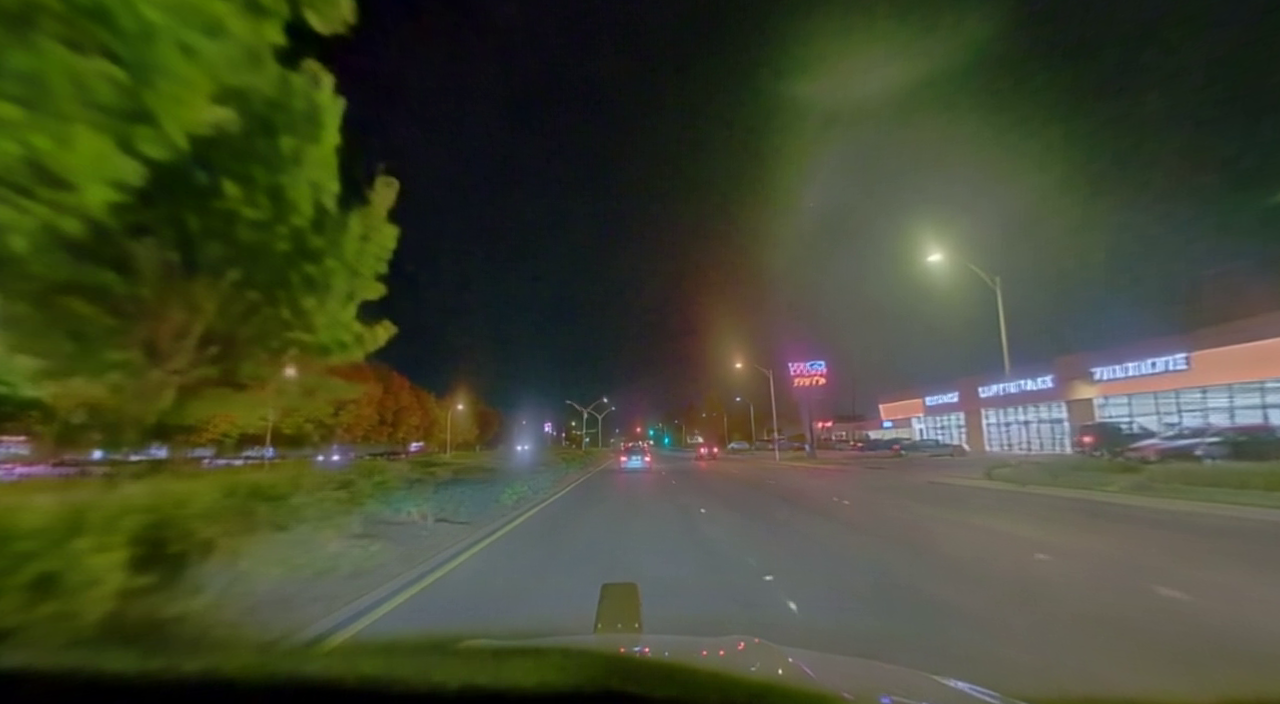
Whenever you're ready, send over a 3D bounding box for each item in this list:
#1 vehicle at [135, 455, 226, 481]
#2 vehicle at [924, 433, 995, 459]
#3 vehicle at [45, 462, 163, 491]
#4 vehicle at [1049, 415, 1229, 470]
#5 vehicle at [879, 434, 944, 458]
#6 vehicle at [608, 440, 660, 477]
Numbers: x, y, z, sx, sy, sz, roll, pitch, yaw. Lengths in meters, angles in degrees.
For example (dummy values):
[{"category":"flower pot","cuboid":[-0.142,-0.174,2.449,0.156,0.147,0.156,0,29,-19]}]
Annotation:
[{"category":"vehicle","cuboid":[-30.384,7.689,41.882,4.486,1.610,2.020,-1,-9,3]},{"category":"vehicle","cuboid":[21.150,6.287,42.093,2.136,1.603,4.534,0,-9,-4]},{"category":"vehicle","cuboid":[-30.659,7.118,36.230,4.820,1.477,2.105,0,-9,-1]},{"category":"vehicle","cuboid":[20.659,3.829,26.727,2.356,2.005,6.308,0,-8,-1]},{"category":"vehicle","cuboid":[21.267,7.409,49.753,2.015,1.821,4.696,2,-9,-17]},{"category":"vehicle","cuboid":[-0.253,4.611,27.600,2.126,1.475,3.967,0,-9,0]}]
